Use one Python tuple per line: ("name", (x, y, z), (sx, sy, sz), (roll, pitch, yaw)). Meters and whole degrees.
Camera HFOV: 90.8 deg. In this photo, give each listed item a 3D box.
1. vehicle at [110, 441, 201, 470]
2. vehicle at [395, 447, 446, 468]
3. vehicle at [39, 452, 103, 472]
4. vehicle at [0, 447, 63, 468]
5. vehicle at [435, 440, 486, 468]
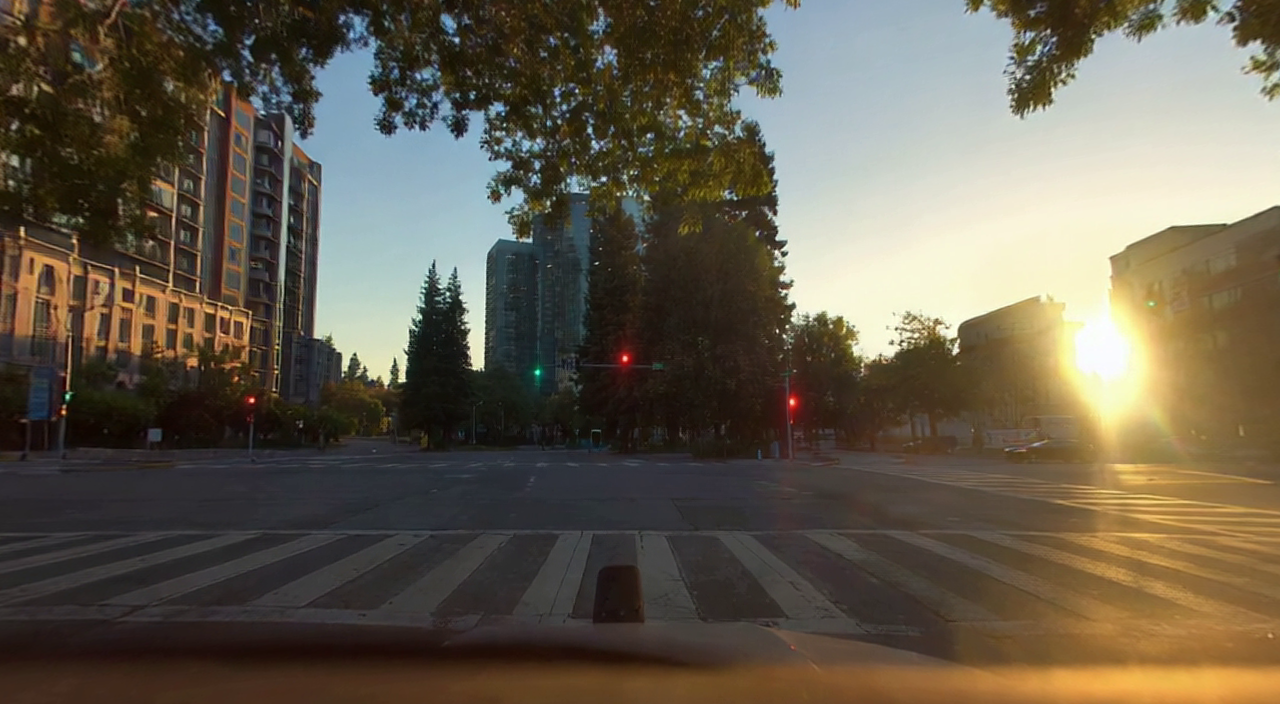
("vehicle", (-34.880, 7.421, 45.743), (2.204, 1.955, 5.518), (0, -8, 0))
("vehicle", (-15.494, 7.446, 44.805), (2.056, 1.450, 4.343), (0, -8, 1))
("vehicle", (-41.574, 8.021, 46.253), (1.552, 1.339, 3.340), (-2, -9, 0))
("vehicle", (-45.239, 7.768, 46.610), (1.858, 1.467, 3.624), (0, -8, 0))
("vehicle", (-11.941, 6.799, 42.323), (2.080, 1.763, 4.341), (0, -8, 0))
